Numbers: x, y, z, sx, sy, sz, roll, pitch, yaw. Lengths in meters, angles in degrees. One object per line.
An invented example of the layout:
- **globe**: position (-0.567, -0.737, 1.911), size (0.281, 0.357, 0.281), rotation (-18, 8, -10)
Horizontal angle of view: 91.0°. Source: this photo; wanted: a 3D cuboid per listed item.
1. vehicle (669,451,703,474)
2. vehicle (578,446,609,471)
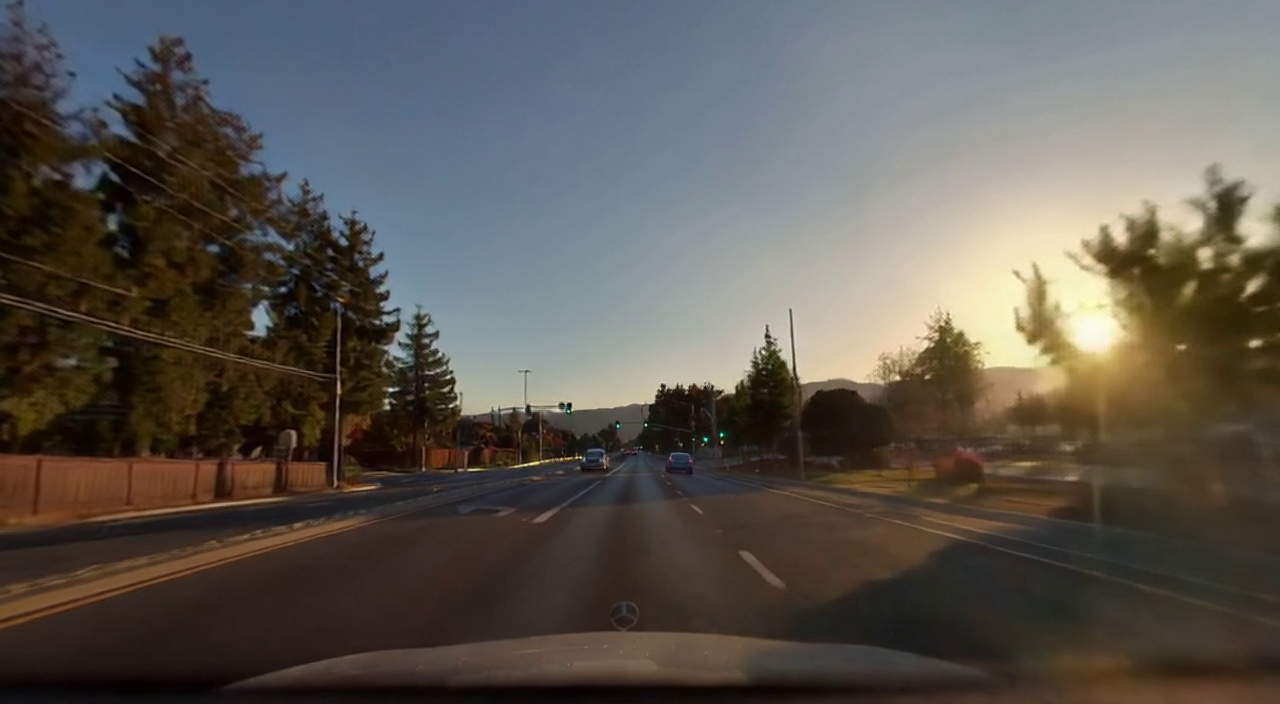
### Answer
- **vehicle**: position (3.200, 7.834, 44.783), size (2.105, 1.490, 4.008), rotation (0, -9, 0)
- **vehicle**: position (-3.549, 8.227, 48.851), size (2.078, 1.832, 4.746), rotation (0, -9, -1)
